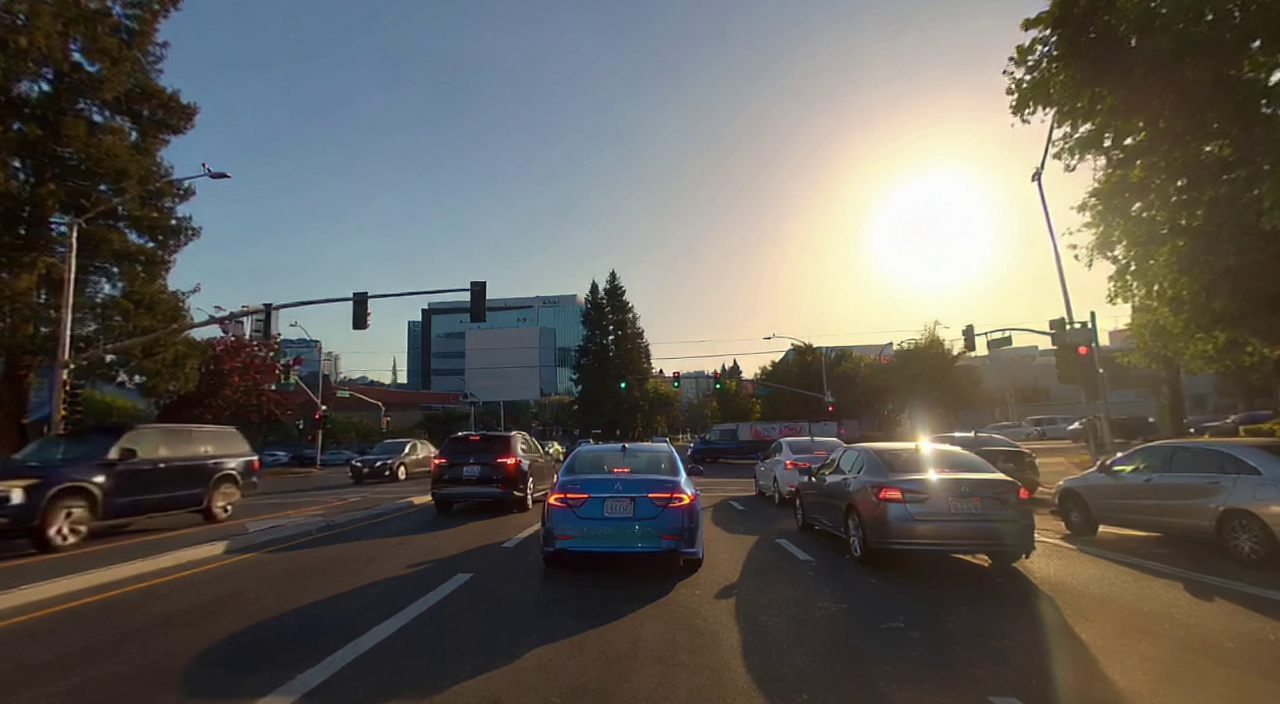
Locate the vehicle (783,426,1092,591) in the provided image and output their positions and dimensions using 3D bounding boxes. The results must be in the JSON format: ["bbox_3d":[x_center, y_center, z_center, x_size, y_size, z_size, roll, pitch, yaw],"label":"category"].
[{"bbox_3d":[3.235,1.759,8.001,2.020,1.513,4.120,0,-8,2],"label":"vehicle"}]

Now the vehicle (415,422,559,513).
[{"bbox_3d":[-3.434,2.714,15.417,2.160,1.823,5.115,0,-8,1],"label":"vehicle"}]

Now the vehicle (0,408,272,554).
[{"bbox_3d":[-8.741,2.031,10.661,2.140,1.892,4.689,0,-8,1],"label":"vehicle"}]

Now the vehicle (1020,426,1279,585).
[{"bbox_3d":[7.148,1.731,7.824,2.004,1.508,4.646,0,-8,0],"label":"vehicle"}]

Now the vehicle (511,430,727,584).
[{"bbox_3d":[-0.181,1.800,8.165,2.098,1.477,3.897,0,-8,1],"label":"vehicle"}]

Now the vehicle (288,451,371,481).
[{"bbox_3d":[-19.489,7.120,39.743,1.898,1.671,4.238,-8,-12,44],"label":"vehicle"}]

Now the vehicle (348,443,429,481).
[{"bbox_3d":[-12.008,5.240,30.465,1.959,1.704,4.410,0,-8,2],"label":"vehicle"}]
